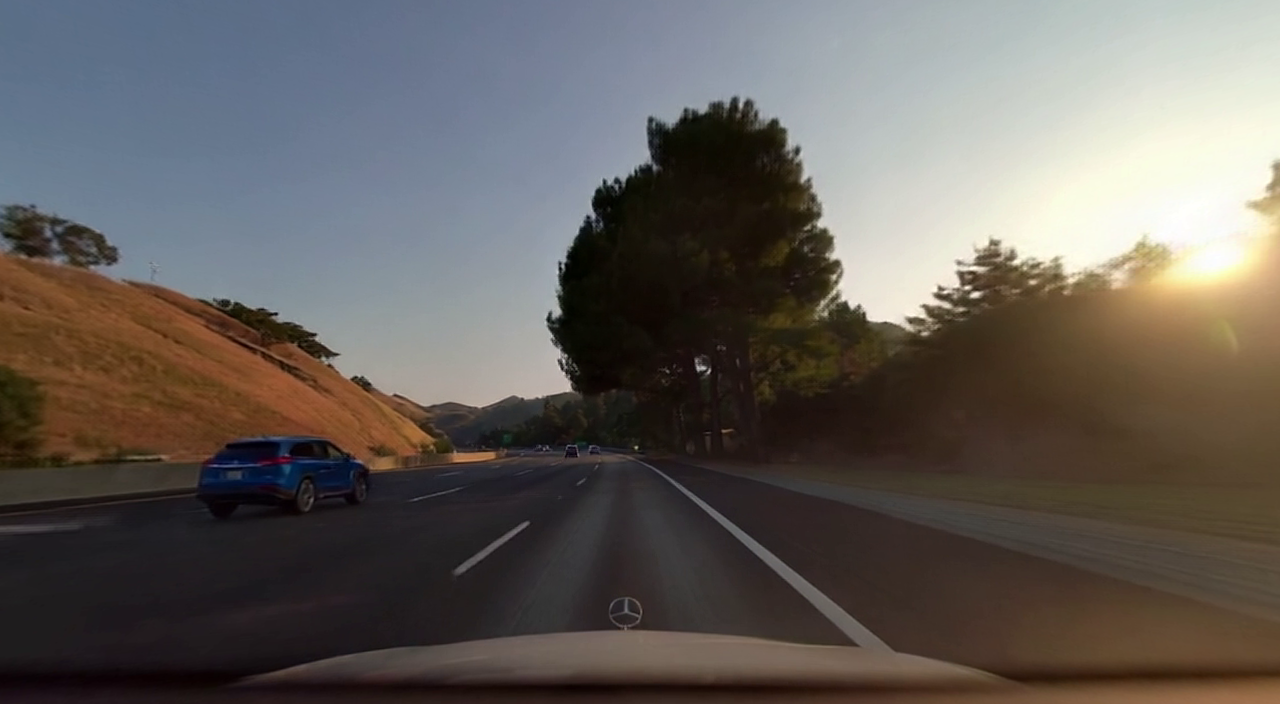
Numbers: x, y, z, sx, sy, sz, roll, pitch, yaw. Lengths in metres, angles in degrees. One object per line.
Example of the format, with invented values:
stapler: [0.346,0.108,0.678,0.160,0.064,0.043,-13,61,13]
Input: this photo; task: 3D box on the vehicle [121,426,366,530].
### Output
vehicle: [-7.646,2.461,12.892,2.046,1.712,4.533,0,-9,0]
